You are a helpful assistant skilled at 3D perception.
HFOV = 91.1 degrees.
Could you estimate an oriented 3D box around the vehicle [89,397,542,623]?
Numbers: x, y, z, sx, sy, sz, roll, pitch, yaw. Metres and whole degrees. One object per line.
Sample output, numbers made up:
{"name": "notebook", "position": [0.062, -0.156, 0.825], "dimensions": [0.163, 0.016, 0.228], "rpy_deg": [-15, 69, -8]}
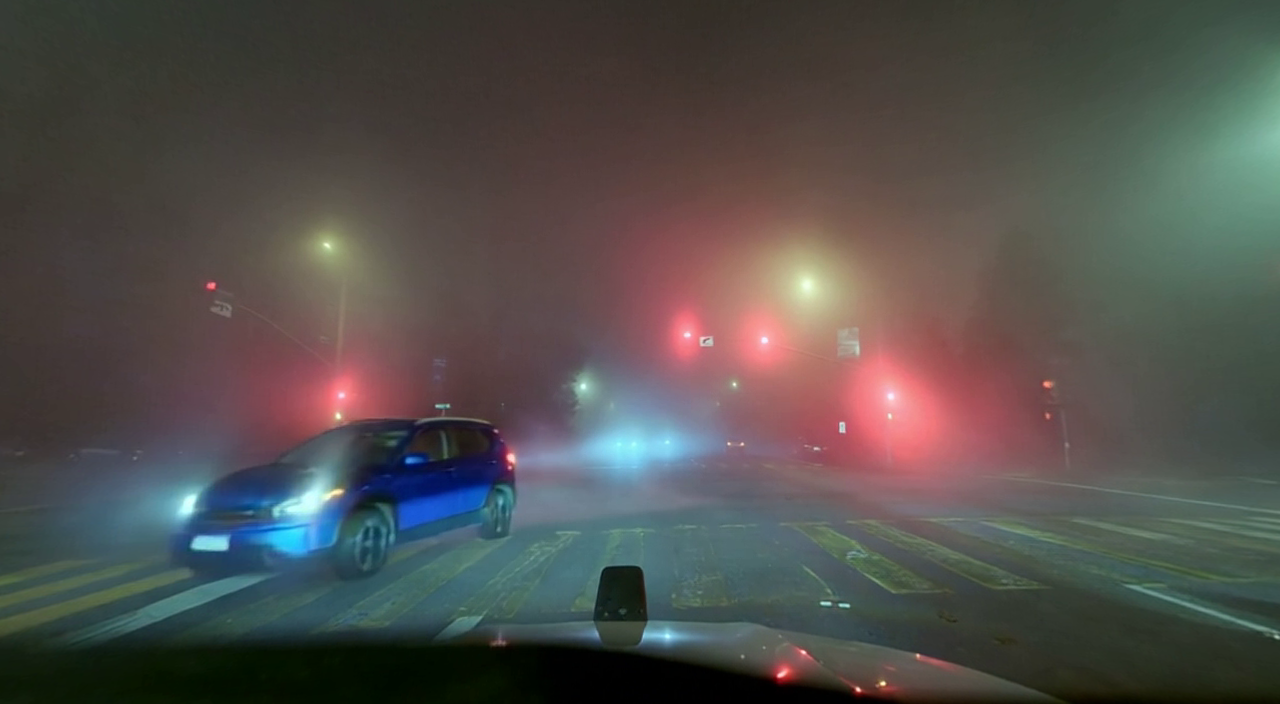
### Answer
{"name": "vehicle", "position": [-3.169, 1.614, 7.518], "dimensions": [2.134, 1.768, 4.580], "rpy_deg": [-3, -9, 17]}
